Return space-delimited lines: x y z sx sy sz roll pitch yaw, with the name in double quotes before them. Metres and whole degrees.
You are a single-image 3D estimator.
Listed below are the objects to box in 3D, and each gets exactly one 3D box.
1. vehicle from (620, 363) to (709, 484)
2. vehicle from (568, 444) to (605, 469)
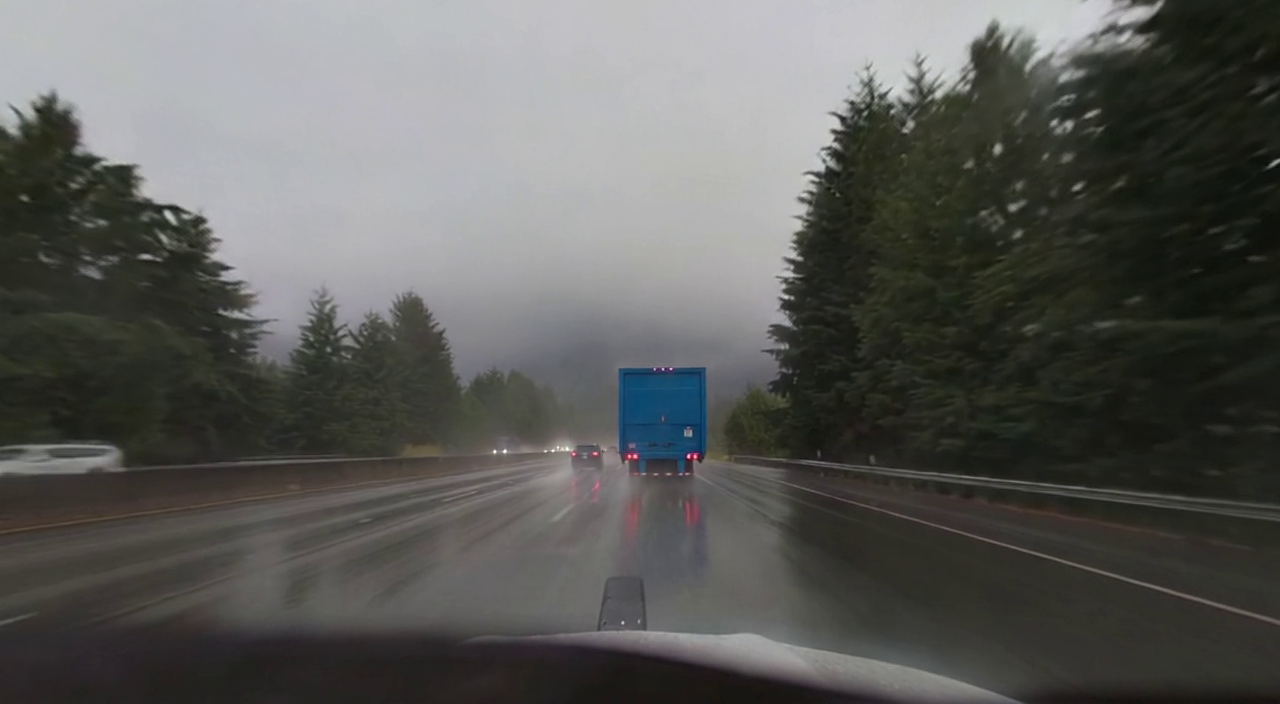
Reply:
"vehicle" 0.770 3.075 25.795 2.898 3.973 10.063 0 -9 0
"vehicle" -3.286 6.514 39.480 1.985 1.482 3.923 0 -9 0
